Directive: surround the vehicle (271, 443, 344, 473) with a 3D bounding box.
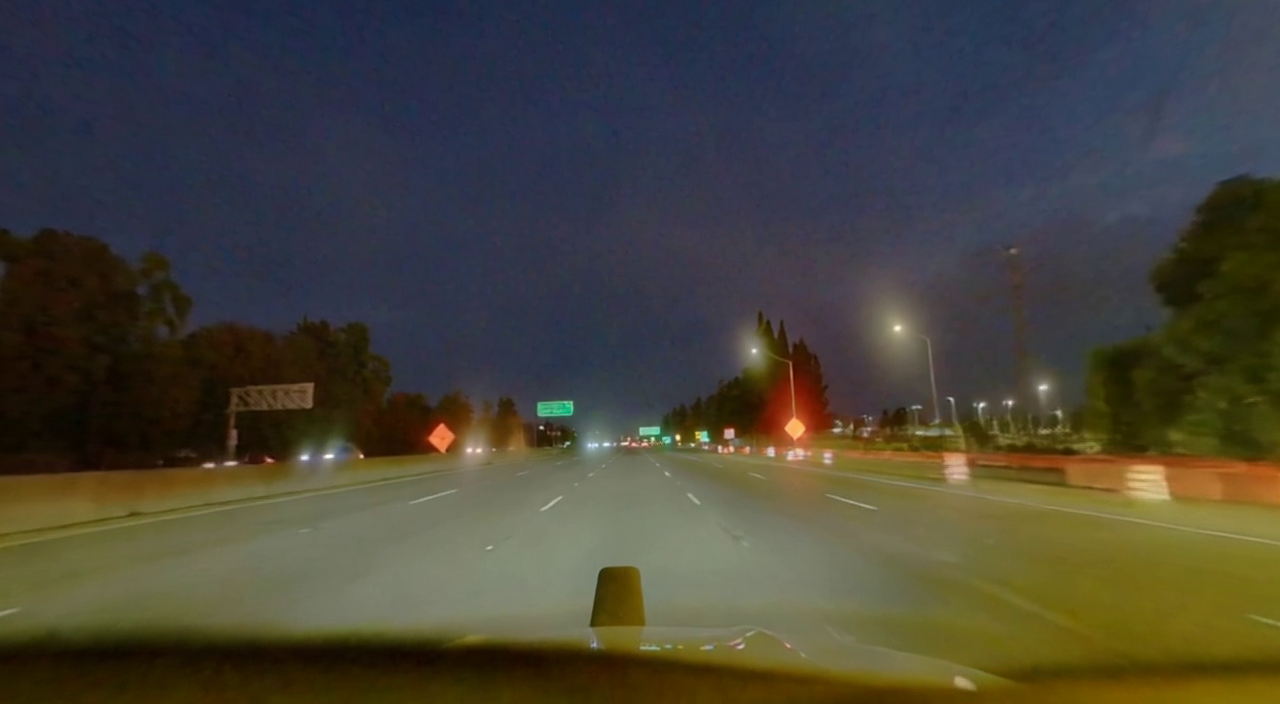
[{"bbox_3d":[-21.407,6.835,40.822,2.086,1.810,4.962,0,-9,-1],"label":"vehicle"}]

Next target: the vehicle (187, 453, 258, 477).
[{"bbox_3d":[-29.700,8.027,44.960,1.876,1.533,4.662,0,-9,0],"label":"vehicle"}]
